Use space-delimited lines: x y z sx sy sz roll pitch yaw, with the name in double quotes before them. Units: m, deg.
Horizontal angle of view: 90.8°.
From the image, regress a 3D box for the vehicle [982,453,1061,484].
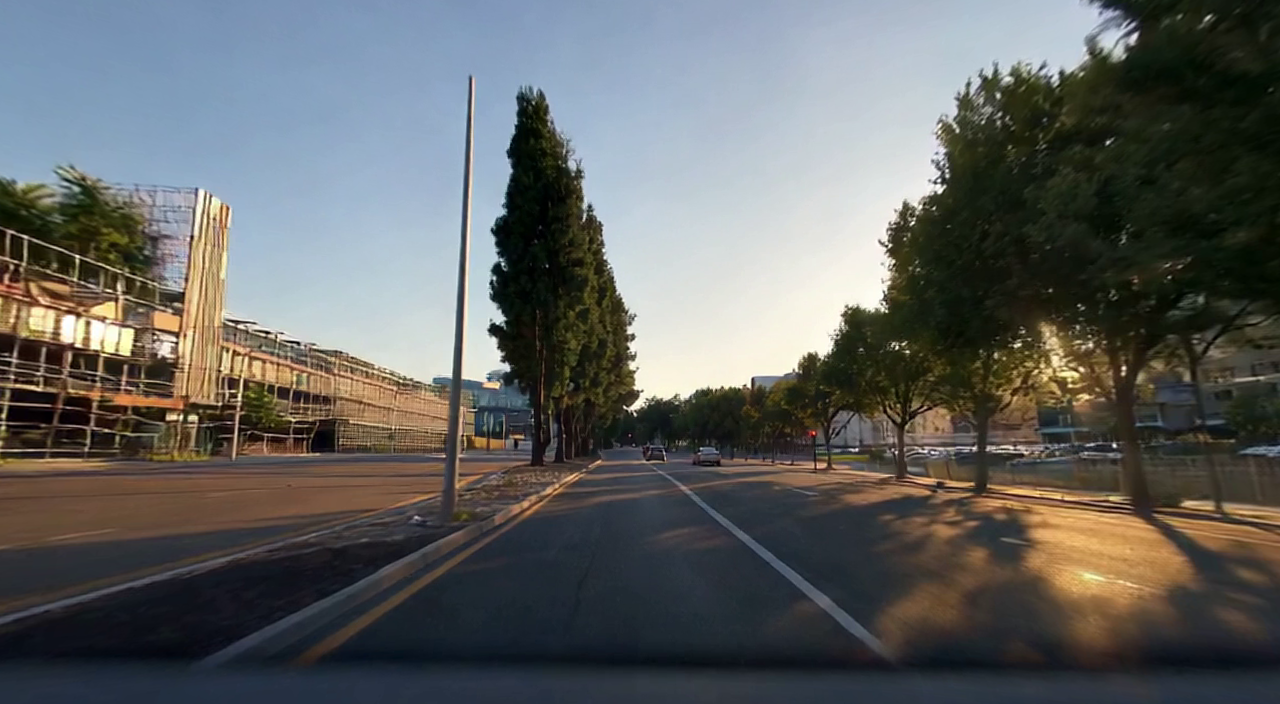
"vehicle" 26.845 8.182 44.691 2.394 1.893 4.807 2 -8 -3
